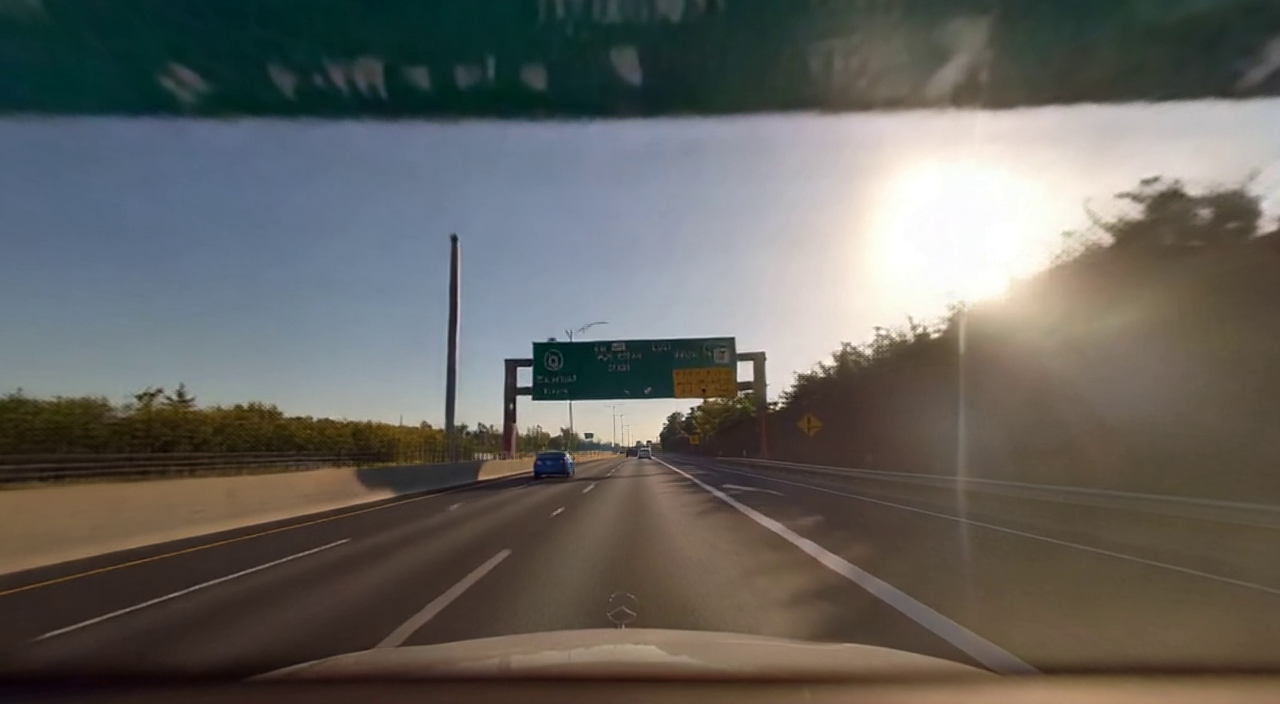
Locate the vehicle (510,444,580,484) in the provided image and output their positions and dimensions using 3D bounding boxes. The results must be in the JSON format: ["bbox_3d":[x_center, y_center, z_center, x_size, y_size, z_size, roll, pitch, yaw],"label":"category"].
[{"bbox_3d":[-3.919,4.729,26.875,2.160,1.552,4.592,0,-9,1],"label":"vehicle"}]
